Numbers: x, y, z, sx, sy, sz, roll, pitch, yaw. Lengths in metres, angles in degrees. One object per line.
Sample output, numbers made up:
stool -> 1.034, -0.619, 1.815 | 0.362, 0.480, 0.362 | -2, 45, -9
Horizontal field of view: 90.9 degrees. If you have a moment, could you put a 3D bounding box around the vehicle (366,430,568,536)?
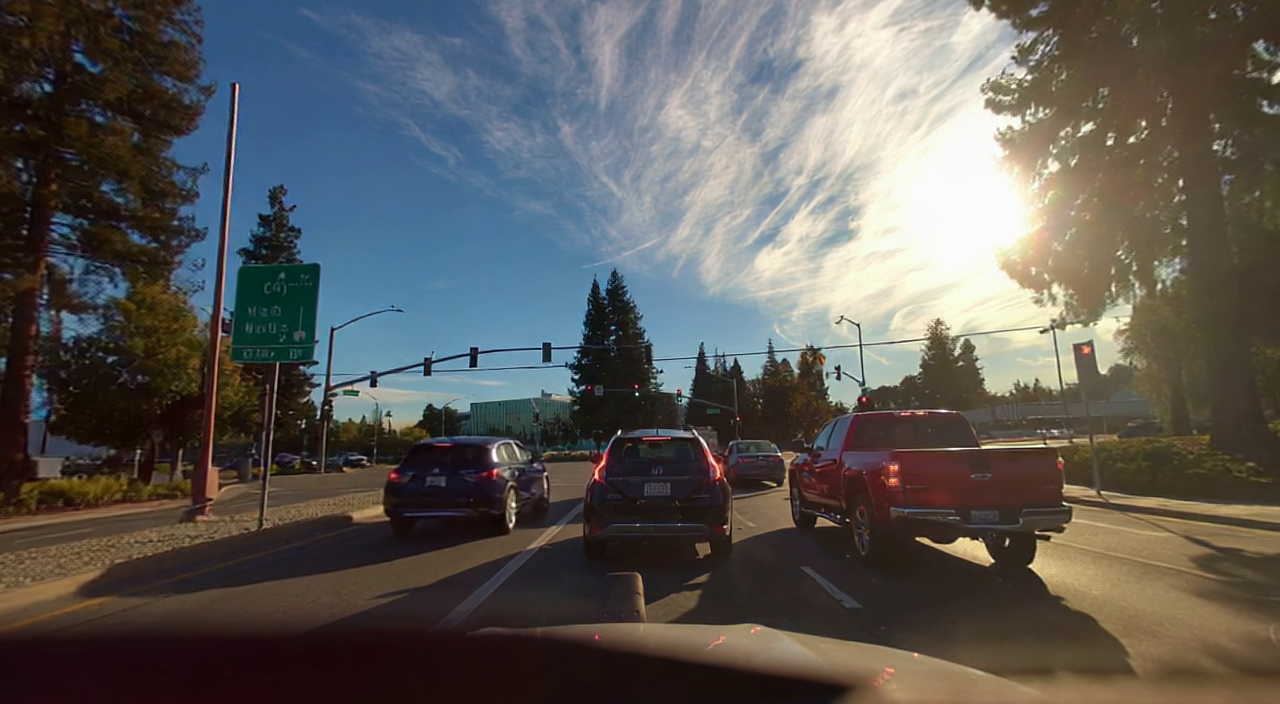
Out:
vehicle -> -2.771, 2.257, 11.626 | 2.133, 1.496, 5.150 | 0, -8, 2

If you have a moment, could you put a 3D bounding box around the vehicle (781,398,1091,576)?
vehicle -> 3.379, 1.633, 8.380 | 2.099, 1.725, 4.290 | 0, -8, 2

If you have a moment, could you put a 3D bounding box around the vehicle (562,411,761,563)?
vehicle -> 0.239, 1.777, 8.973 | 2.168, 1.641, 4.039 | 0, -8, 0
